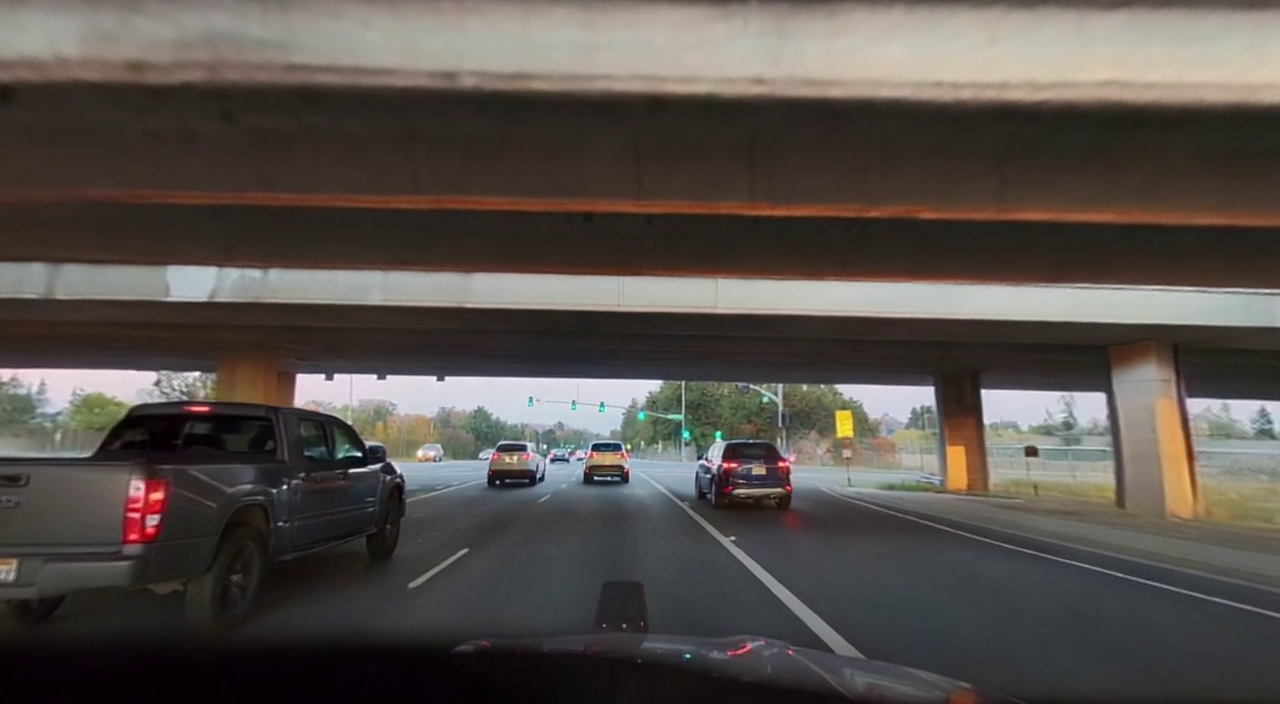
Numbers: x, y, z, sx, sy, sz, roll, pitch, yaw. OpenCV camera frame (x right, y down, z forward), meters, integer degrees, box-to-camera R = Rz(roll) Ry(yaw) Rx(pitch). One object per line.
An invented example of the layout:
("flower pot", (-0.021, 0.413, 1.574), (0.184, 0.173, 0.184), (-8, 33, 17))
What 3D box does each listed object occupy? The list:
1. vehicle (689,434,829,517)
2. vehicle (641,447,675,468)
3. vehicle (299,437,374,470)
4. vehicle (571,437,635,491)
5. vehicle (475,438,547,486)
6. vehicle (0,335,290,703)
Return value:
("vehicle", (2.735, 3.005, 16.061), (2.234, 1.720, 5.378), (1, -8, -3))
("vehicle", (1.277, 7.688, 46.199), (2.026, 1.457, 3.969), (1, -8, -6))
("vehicle", (-17.258, 5.776, 36.133), (2.013, 1.744, 5.015), (1, -8, -4))
("vehicle", (-1.287, 3.958, 22.558), (2.097, 1.748, 3.794), (0, -8, -2))
("vehicle", (-4.978, 4.293, 24.947), (2.127, 1.720, 4.064), (0, -8, -2))
("vehicle", (-4.087, 0.853, 3.121), (2.074, 1.814, 4.596), (0, -8, -1))
